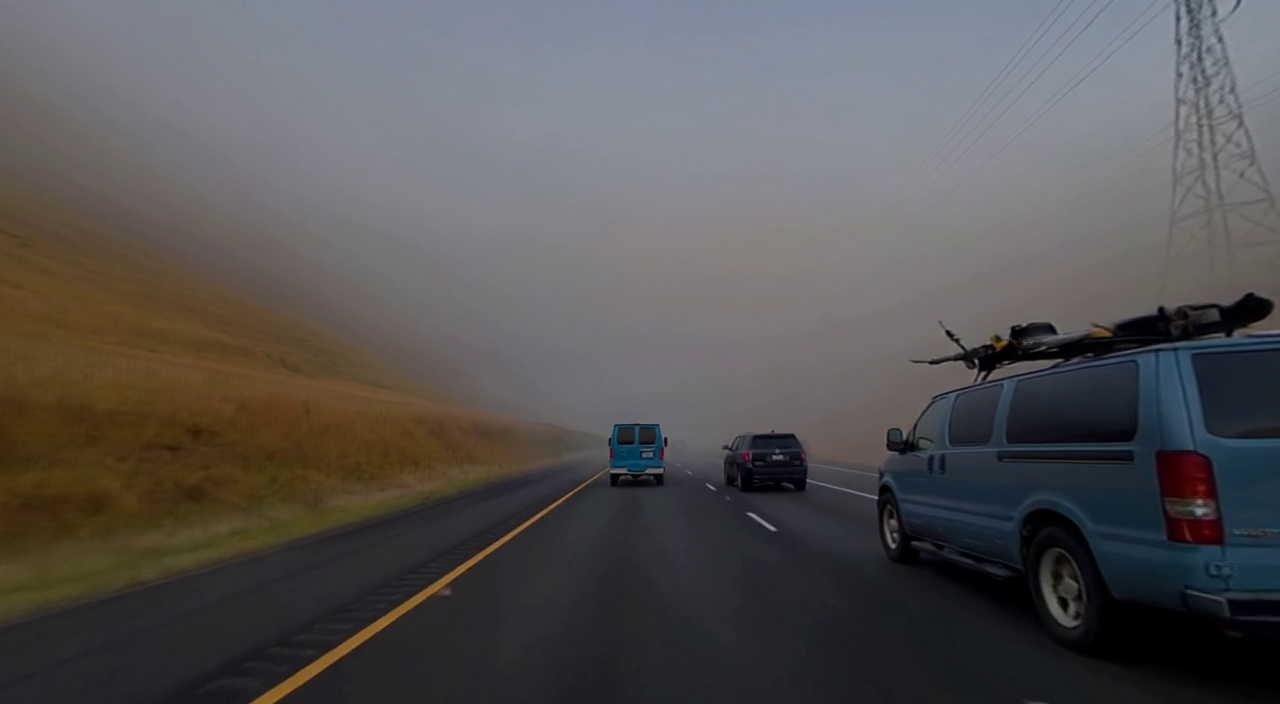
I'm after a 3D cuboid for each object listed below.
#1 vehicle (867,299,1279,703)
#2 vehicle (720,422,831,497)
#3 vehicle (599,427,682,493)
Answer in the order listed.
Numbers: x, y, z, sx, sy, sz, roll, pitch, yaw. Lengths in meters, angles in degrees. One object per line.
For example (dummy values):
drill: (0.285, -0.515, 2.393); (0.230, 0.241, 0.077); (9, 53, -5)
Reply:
vehicle: (3.903, 0.976, 4.098); (2.691, 1.901, 5.744); (0, -8, 0)
vehicle: (3.610, 2.972, 17.752); (2.139, 1.821, 4.480); (0, -8, 0)
vehicle: (0.052, 3.273, 19.484); (2.268, 1.772, 4.523); (0, -8, 1)
